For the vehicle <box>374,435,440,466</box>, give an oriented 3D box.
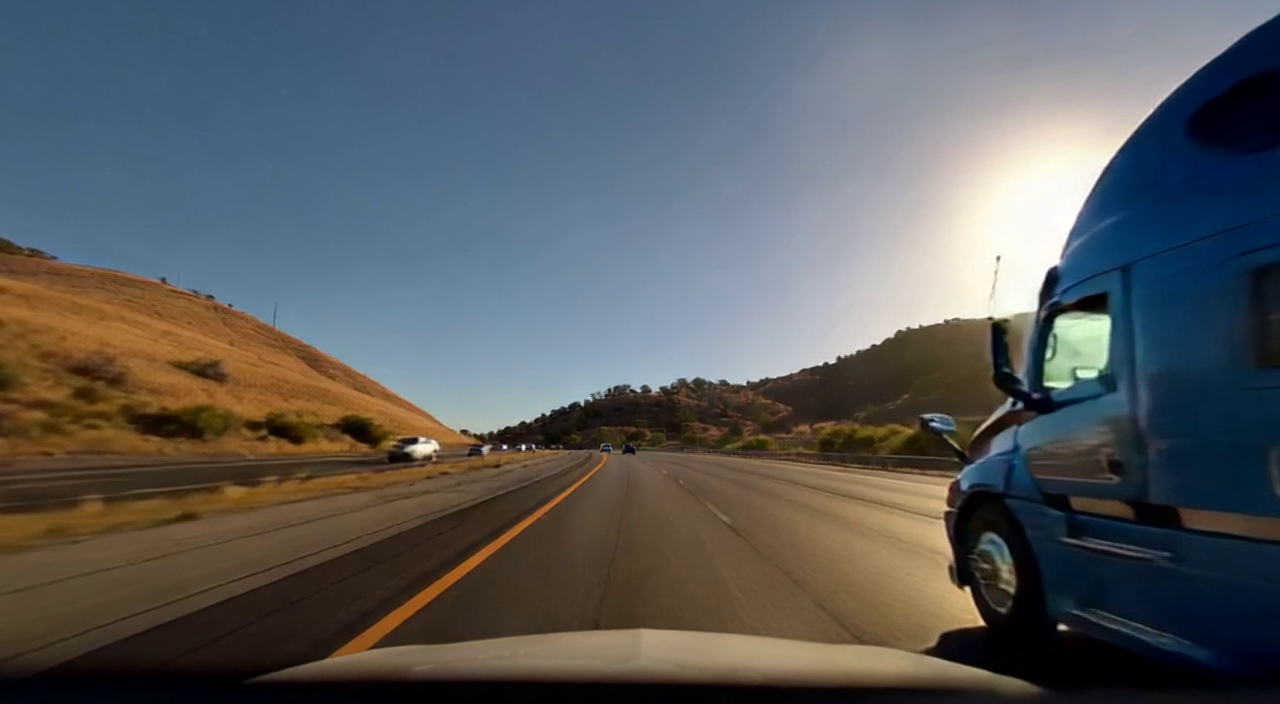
[{"bbox_3d":[-15.277,6.475,41.745,2.249,1.861,5.837,0,-8,-1],"label":"vehicle"}]
